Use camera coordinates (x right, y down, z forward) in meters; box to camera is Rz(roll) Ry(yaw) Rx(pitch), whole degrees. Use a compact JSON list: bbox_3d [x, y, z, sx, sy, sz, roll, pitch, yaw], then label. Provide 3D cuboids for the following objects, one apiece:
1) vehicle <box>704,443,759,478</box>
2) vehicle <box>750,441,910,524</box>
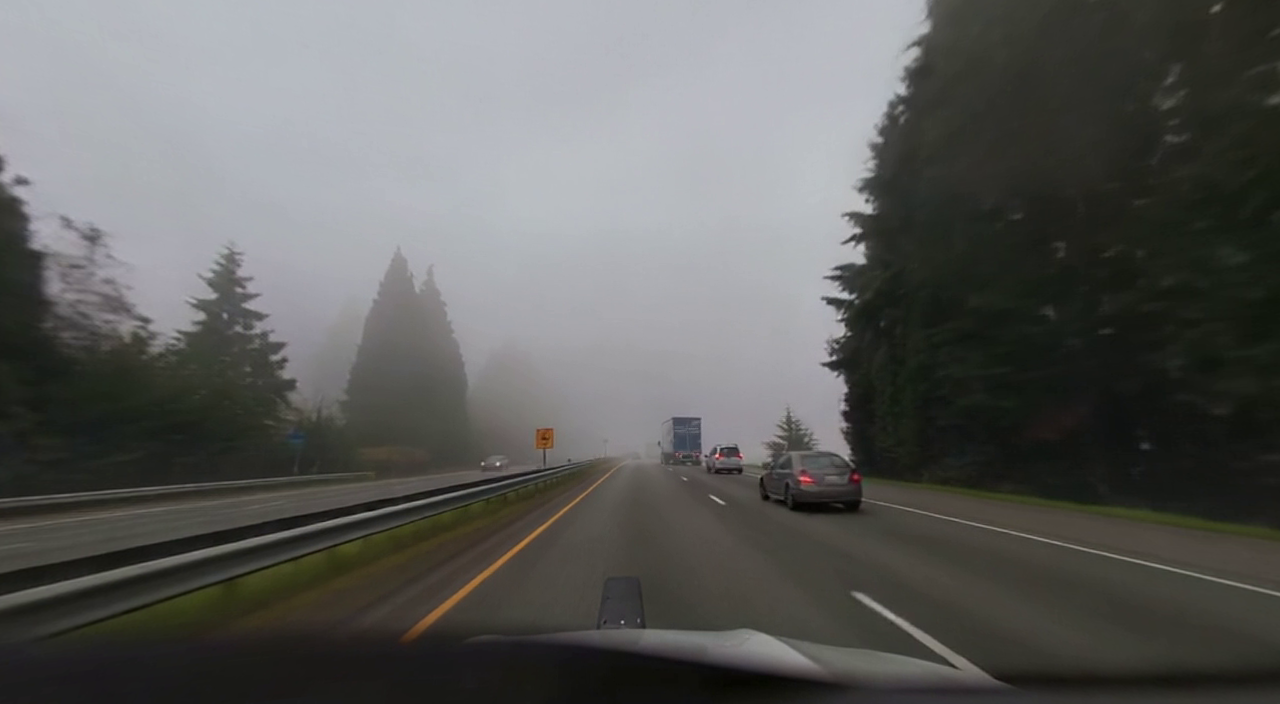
[{"bbox_3d":[4.748,5.714,33.355,2.118,1.688,4.715,0,-9,-1],"label":"vehicle"},{"bbox_3d":[3.949,2.795,14.139,2.031,1.491,4.883,0,-9,0],"label":"vehicle"}]
